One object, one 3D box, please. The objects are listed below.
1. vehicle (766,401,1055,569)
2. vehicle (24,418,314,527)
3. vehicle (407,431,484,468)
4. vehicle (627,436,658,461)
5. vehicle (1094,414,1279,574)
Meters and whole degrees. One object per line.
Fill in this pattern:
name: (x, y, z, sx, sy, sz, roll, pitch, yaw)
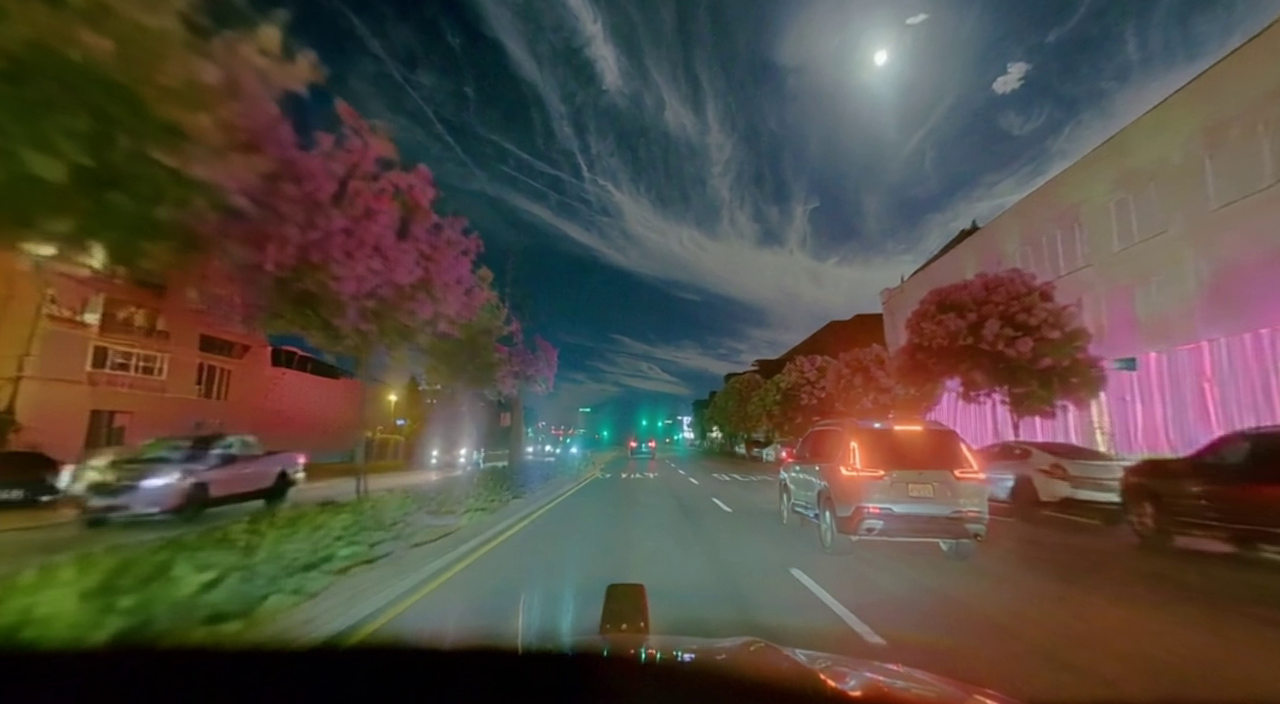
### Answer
vehicle: (3.286, 1.710, 8.921, 2.071, 1.747, 4.549, 0, -8, 0)
vehicle: (-8.386, 2.161, 11.940, 2.042, 1.654, 4.504, 0, -8, -1)
vehicle: (-10.609, 5.365, 34.988, 2.502, 1.881, 5.953, 0, -8, -2)
vehicle: (0.218, 7.395, 48.571, 2.244, 1.813, 4.129, 0, -8, 1)
vehicle: (7.628, 1.542, 6.976, 1.869, 1.658, 4.405, 0, -8, 0)
